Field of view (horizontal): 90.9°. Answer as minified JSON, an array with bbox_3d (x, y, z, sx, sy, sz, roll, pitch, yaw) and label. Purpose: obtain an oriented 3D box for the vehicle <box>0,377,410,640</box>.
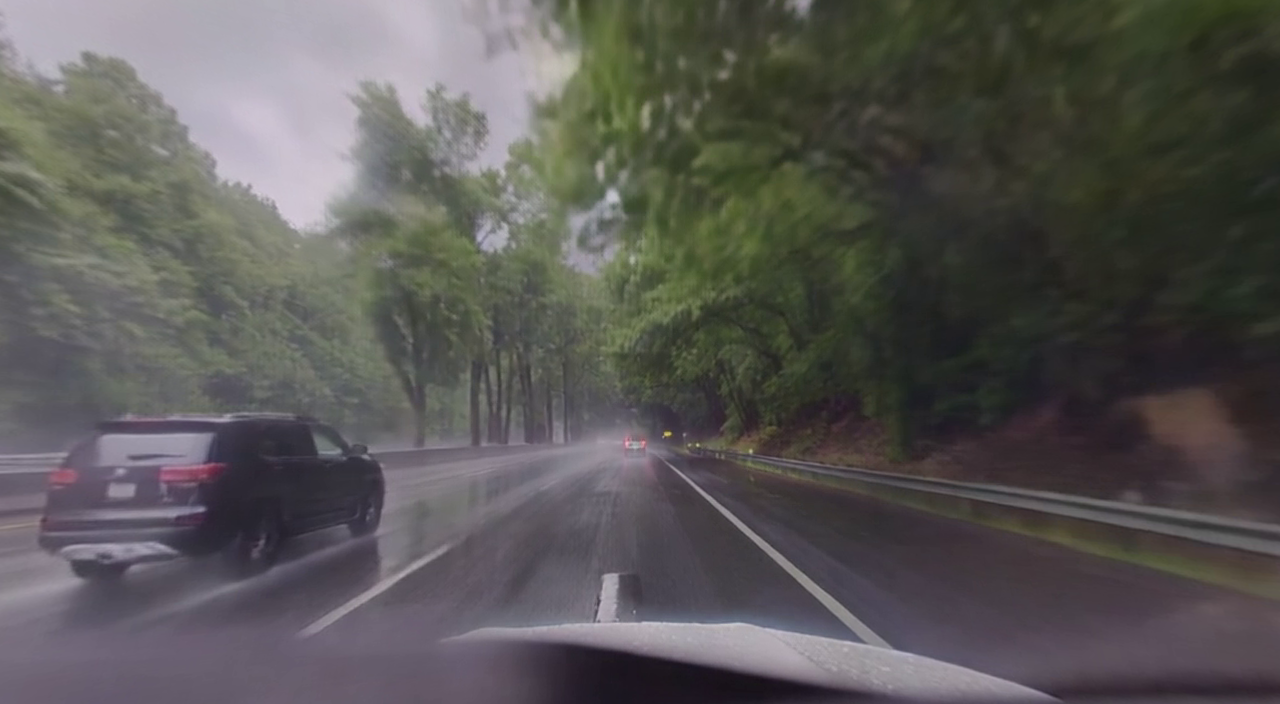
[{"bbox_3d":[-4.033,1.266,6.133,2.034,1.675,4.080,0,-7,0],"label":"vehicle"}]
